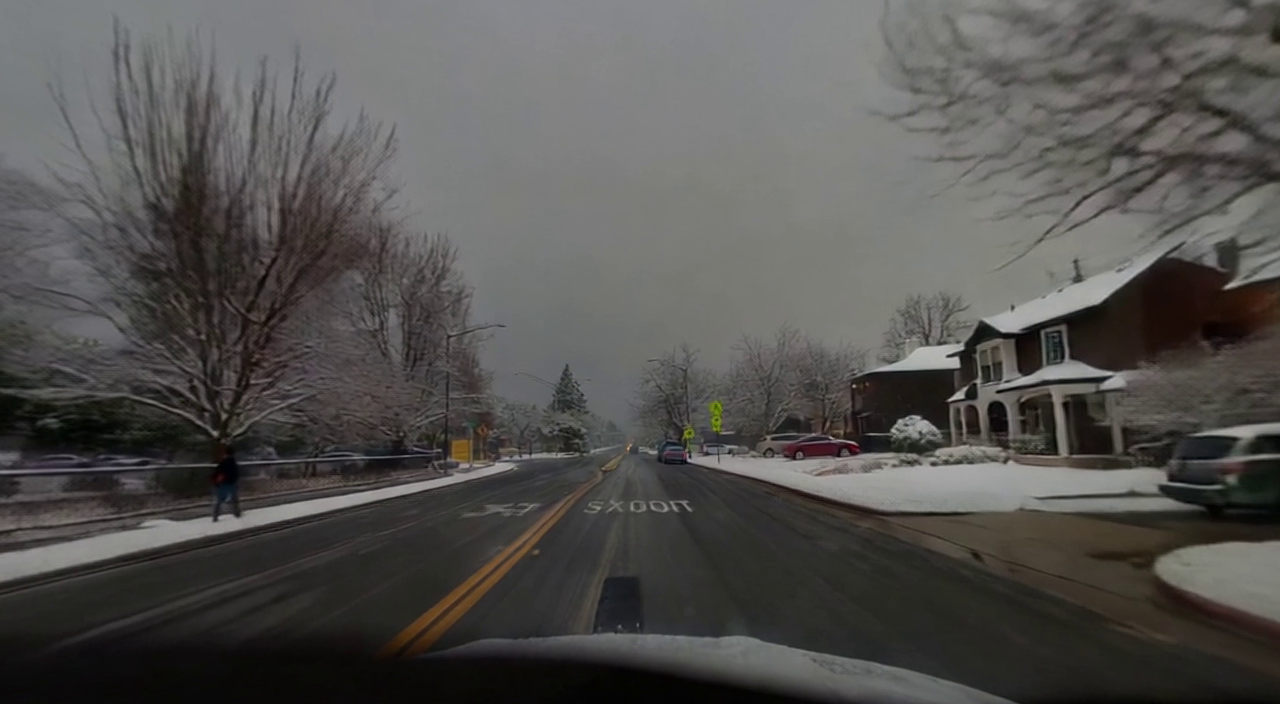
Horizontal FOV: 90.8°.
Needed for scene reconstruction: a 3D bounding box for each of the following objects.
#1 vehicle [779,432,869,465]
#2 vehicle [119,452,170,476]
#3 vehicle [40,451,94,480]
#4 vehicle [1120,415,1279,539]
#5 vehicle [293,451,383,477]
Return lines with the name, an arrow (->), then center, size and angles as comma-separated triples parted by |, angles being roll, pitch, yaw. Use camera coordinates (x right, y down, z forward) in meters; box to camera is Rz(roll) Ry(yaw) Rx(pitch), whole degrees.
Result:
vehicle -> 11.019, 5.809, 38.063 | 4.750, 1.658, 1.902 | -3, -10, 0
vehicle -> -36.432, 8.206, 46.375 | 4.177, 1.621, 1.965 | -7, -11, 39
vehicle -> -35.996, 7.088, 39.635 | 4.938, 1.720, 1.926 | -9, -12, 42
vehicle -> 9.985, 1.625, 9.068 | 4.544, 1.496, 1.916 | -3, -9, -2
vehicle -> -19.203, 7.091, 40.272 | 4.691, 1.483, 1.955 | 8, -12, -44
